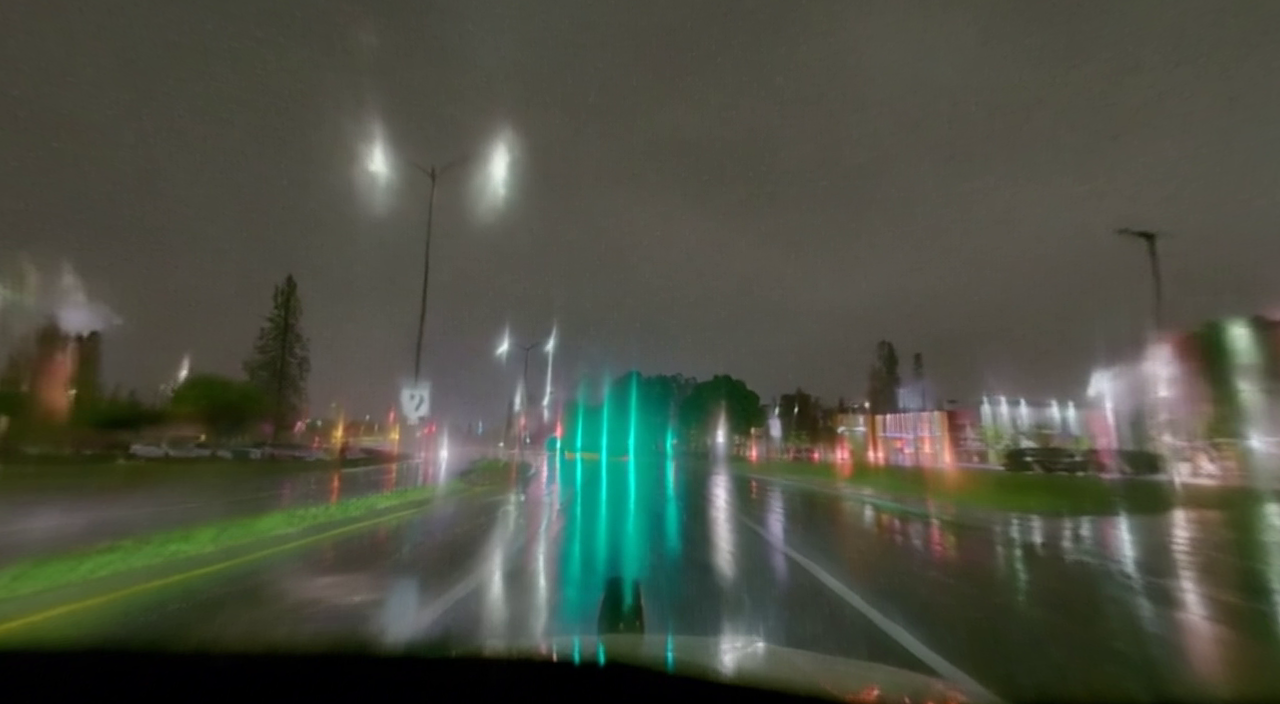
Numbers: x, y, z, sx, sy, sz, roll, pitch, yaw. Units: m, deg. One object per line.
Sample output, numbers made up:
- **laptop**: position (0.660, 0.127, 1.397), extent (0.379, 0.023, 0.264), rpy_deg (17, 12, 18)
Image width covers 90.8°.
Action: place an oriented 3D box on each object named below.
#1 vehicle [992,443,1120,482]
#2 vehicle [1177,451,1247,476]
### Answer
- **vehicle**: position (24.169, 6.427, 37.013), extent (2.337, 1.969, 5.826), rpy_deg (7, -11, -23)
- **vehicle**: position (45.078, 8.751, 49.796), extent (4.338, 1.760, 2.435), rpy_deg (4, -10, -26)
